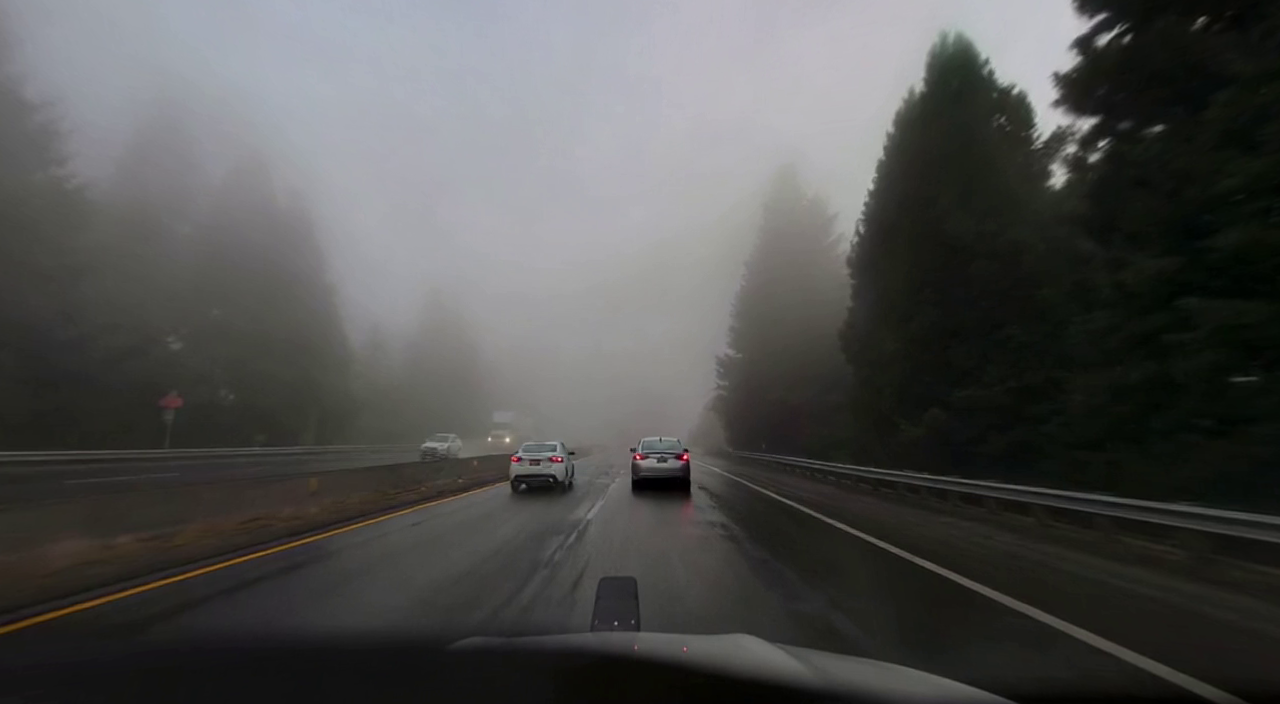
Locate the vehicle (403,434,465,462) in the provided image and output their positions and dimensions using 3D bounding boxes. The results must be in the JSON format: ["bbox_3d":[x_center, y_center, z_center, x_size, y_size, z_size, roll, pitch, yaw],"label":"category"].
[{"bbox_3d":[-12.040,5.639,37.113,2.079,1.509,4.441,-1,-8,1],"label":"vehicle"}]

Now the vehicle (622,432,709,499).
[{"bbox_3d":[0.604,3.053,17.453,2.055,1.566,5.046,-1,-8,0],"label":"vehicle"}]

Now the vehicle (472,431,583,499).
[{"bbox_3d":[-2.841,2.971,16.966,2.178,1.559,4.254,-1,-8,0],"label":"vehicle"}]
